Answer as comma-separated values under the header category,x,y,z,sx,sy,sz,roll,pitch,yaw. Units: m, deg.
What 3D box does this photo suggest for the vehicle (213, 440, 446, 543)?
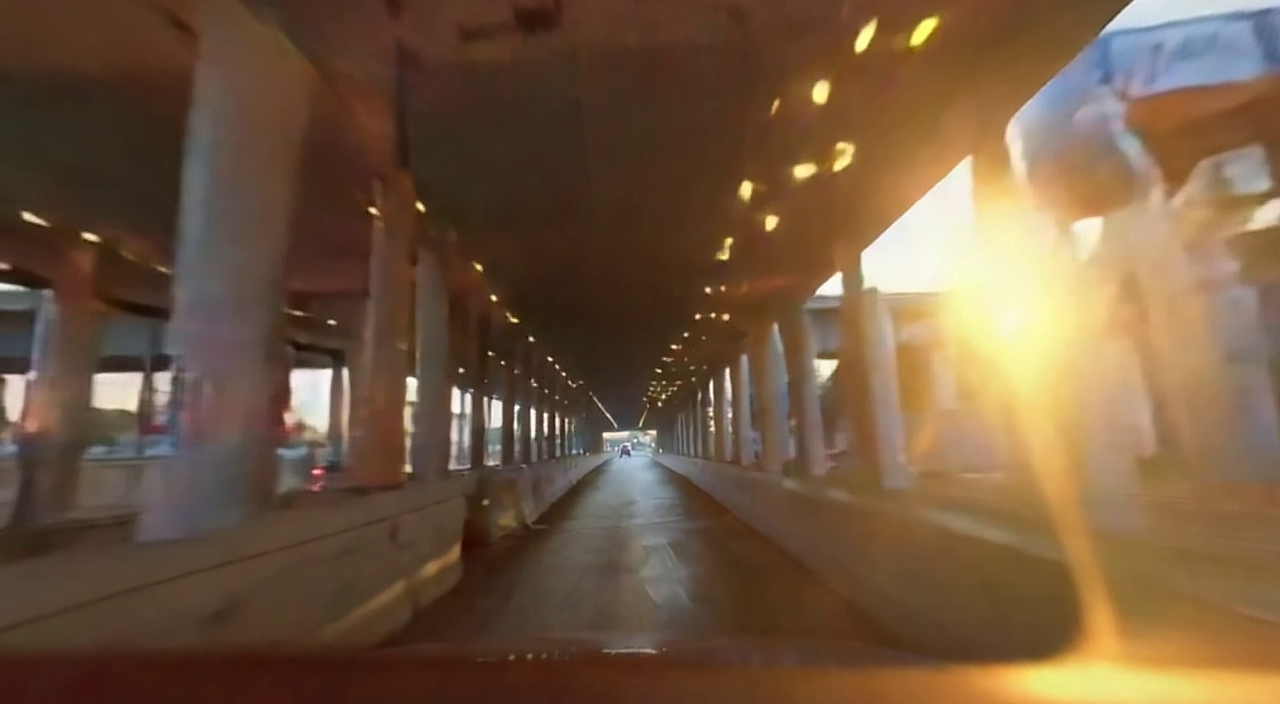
category,x,y,z,sx,sy,sz,roll,pitch,yaw
vehicle,-5.193,2.353,11.401,1.981,1.465,4.334,0,-8,0
